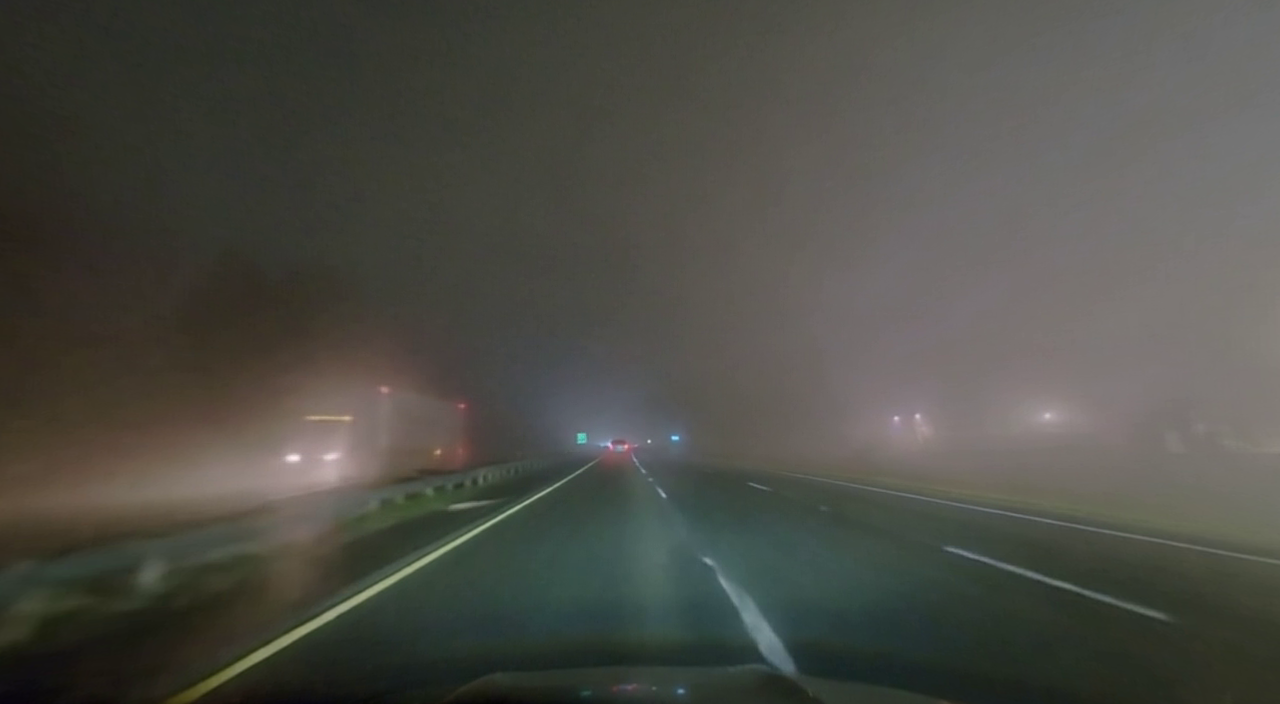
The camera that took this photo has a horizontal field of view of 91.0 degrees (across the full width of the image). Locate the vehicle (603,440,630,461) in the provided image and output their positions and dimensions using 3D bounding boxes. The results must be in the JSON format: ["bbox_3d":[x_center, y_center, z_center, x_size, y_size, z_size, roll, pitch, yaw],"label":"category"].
[{"bbox_3d":[-1.752,7.506,48.131,2.009,1.554,4.013,0,-8,-1],"label":"vehicle"}]

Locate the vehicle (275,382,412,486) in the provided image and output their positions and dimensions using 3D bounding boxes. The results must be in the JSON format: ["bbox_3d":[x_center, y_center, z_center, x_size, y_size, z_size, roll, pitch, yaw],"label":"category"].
[{"bbox_3d":[-12.458,3.554,27.181,2.992,3.963,6.037,0,-8,-2],"label":"vehicle"}]
